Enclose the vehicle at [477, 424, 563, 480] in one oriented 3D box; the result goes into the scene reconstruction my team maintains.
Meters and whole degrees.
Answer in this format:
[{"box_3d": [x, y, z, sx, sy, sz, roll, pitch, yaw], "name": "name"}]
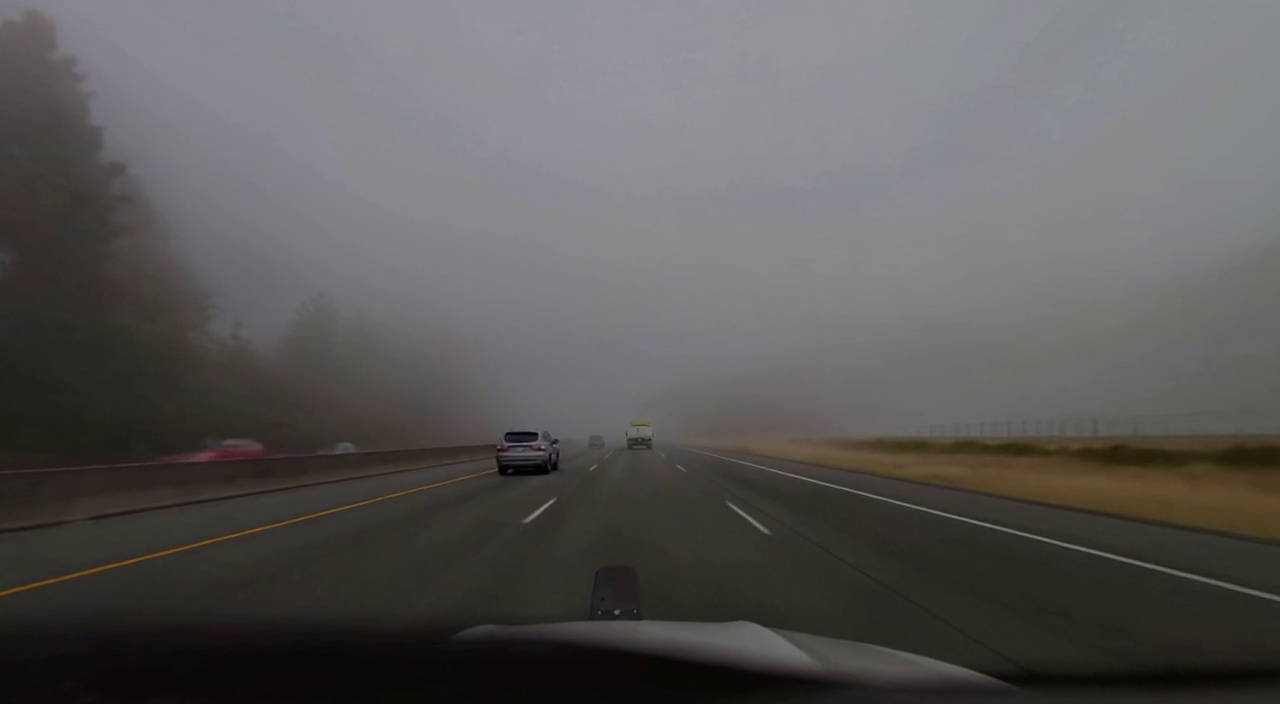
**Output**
[{"box_3d": [-3.863, 3.282, 21.063, 2.045, 1.655, 4.301, 0, -8, 0], "name": "vehicle"}]
